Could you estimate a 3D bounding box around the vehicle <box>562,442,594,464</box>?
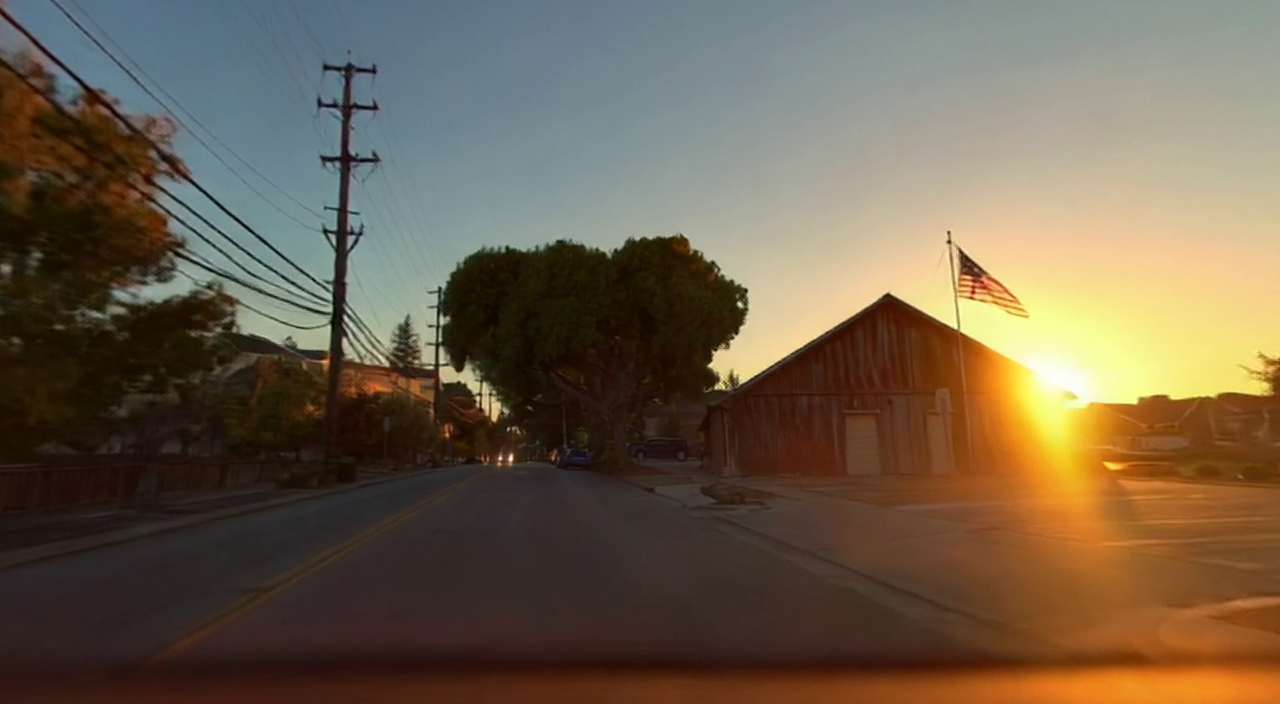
[{"bbox_3d":[-4.488,7.236,45.246,1.941,1.460,4.206,1,-9,-10],"label":"vehicle"}]
